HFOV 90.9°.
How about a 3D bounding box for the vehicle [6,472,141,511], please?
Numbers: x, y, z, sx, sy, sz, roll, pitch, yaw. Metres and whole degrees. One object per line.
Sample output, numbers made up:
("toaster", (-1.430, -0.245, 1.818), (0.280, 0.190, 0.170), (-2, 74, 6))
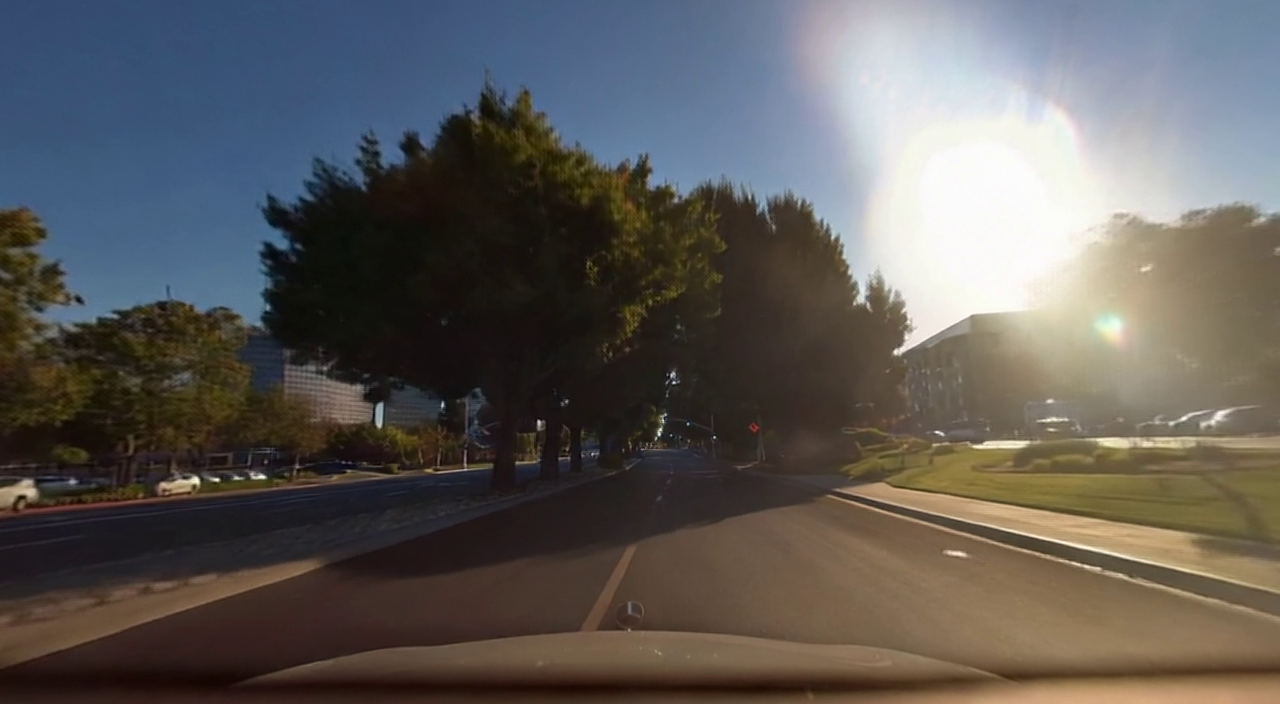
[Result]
("vehicle", (-24.656, 6.066, 27.667), (1.827, 1.370, 4.191), (-1, -9, 6))

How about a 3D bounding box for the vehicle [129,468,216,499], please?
("vehicle", (-30.132, 8.451, 40.809), (1.851, 1.682, 4.631), (-1, -9, 4))

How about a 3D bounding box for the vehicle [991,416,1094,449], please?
("vehicle", (17.984, 3.636, 28.303), (3.464, 1.409, 1.598), (0, -9, 4))

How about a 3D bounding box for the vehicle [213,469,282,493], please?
("vehicle", (-29.465, 9.667, 47.488), (1.906, 1.486, 4.617), (-1, -9, 5))
